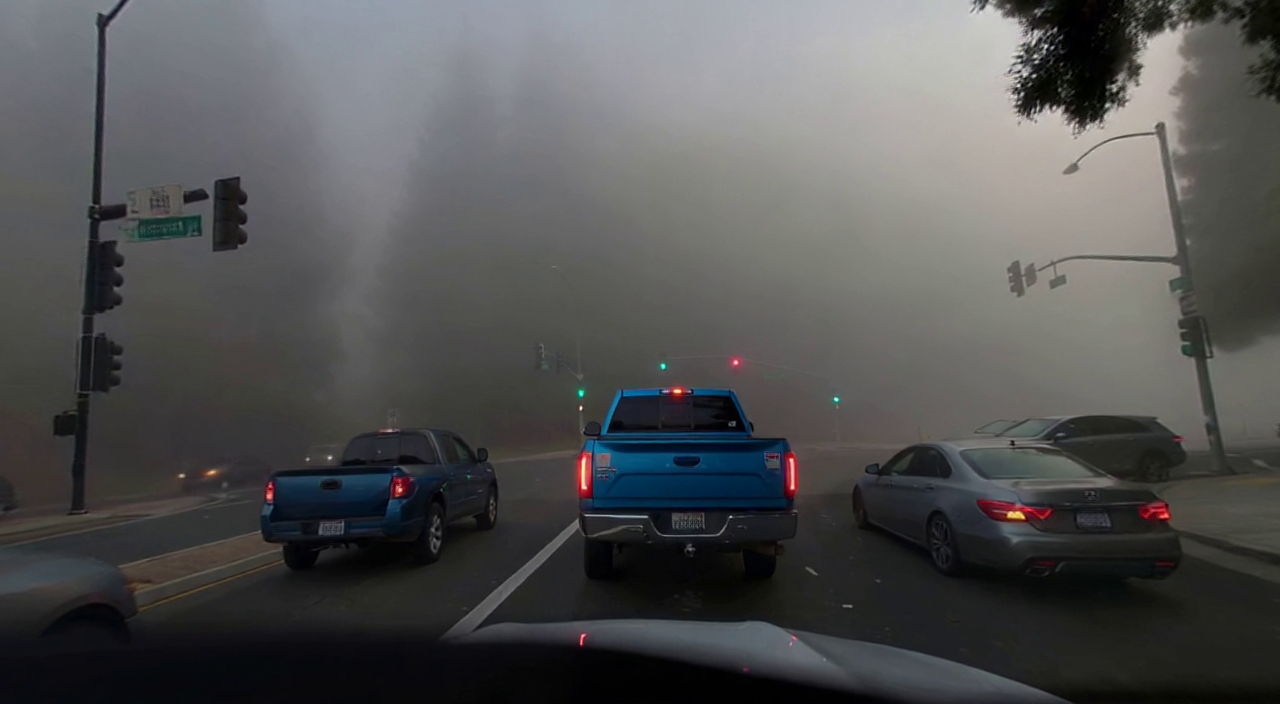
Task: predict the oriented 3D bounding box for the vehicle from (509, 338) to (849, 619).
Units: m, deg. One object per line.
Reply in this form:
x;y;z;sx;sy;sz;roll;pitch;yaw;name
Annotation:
0.328;1.273;7.148;2.505;2.084;4.768;0;-8;1;vehicle

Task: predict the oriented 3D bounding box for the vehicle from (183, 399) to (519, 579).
-3.300;1.685;8.581;2.125;1.739;4.707;0;-8;3;vehicle

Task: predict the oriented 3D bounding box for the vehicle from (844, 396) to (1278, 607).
4.043;1.500;7.186;1.984;1.659;4.226;0;-8;0;vehicle

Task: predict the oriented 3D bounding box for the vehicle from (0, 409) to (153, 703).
-3.390;0.708;0.657;1.998;1.481;4.656;0;-8;1;vehicle
